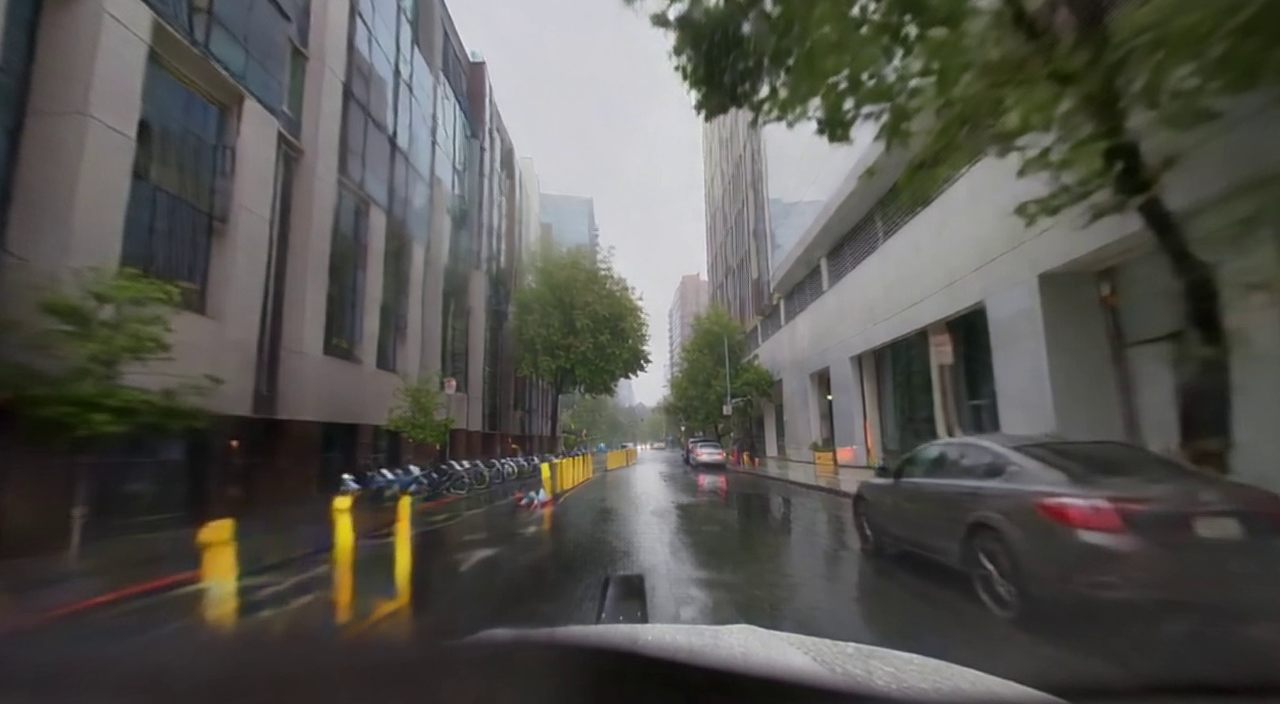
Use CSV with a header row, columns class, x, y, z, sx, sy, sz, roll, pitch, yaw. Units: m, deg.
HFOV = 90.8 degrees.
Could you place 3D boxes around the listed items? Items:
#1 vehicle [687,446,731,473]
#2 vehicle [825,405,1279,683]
class,x,y,z,sx,sy,sz,roll,pitch,yaw
vehicle,3.890,6.133,36.337,2.020,1.448,4.220,-1,-8,-1
vehicle,3.427,1.377,5.874,1.963,1.445,4.948,-1,-8,1
